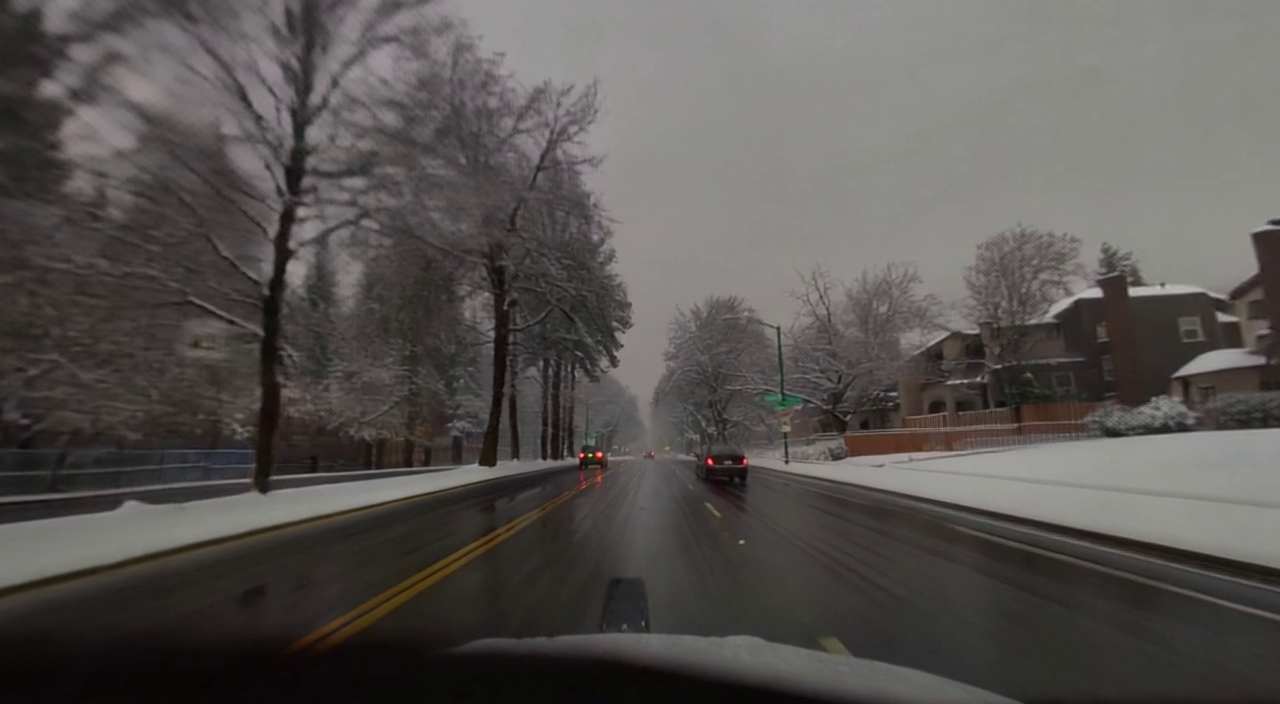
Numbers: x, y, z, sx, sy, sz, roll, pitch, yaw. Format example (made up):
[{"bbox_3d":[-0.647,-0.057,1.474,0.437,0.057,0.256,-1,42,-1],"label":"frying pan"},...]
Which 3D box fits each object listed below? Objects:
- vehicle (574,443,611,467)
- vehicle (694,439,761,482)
[{"bbox_3d":[-3.104,6.846,41.868,2.011,1.480,4.517,0,-9,2],"label":"vehicle"},{"bbox_3d":[3.279,4.181,24.526,1.992,1.511,4.464,0,-9,0],"label":"vehicle"}]
